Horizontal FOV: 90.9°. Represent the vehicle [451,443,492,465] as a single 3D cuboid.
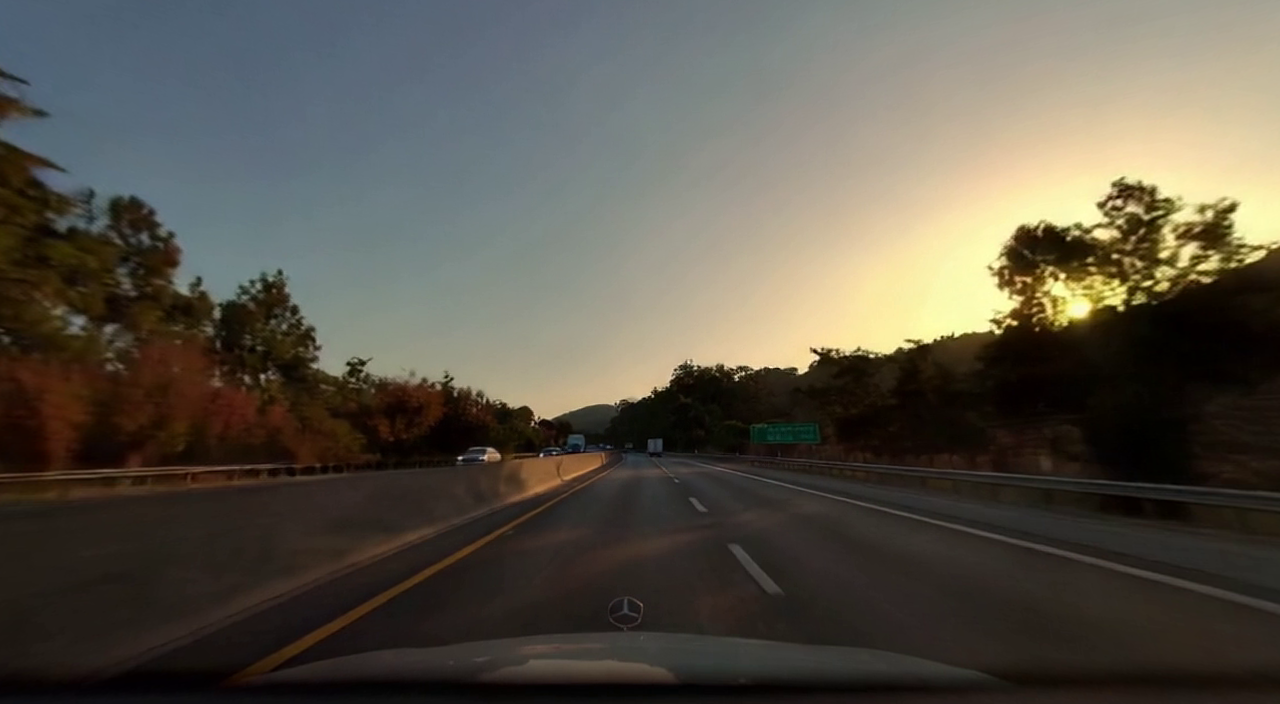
[{"bbox_3d":[-12.908,7.866,48.620,1.966,1.628,4.185,0,-9,0],"label":"vehicle"}]
